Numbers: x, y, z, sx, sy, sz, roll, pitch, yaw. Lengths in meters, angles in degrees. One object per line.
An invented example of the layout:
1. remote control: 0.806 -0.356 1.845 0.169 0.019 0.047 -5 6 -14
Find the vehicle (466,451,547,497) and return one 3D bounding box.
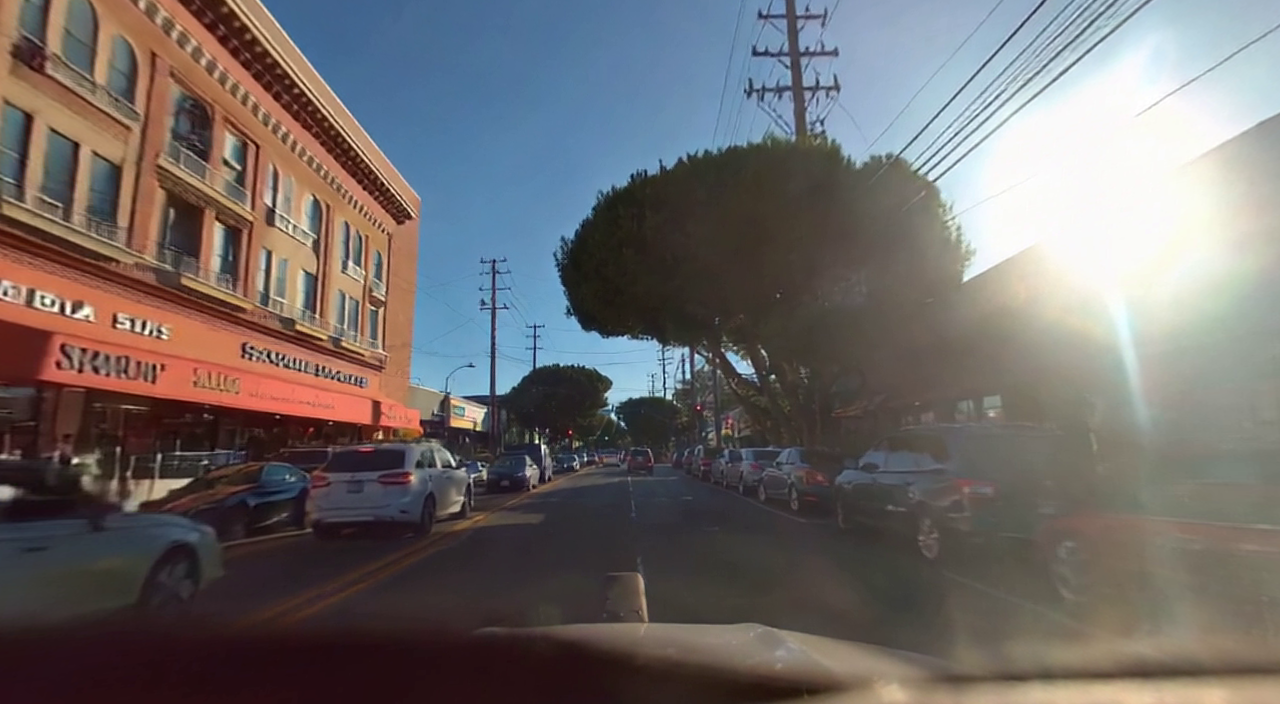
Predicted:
1. vehicle: -4.765 4.414 23.251 2.053 1.485 4.540 0 -9 -1

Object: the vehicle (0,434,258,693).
1. vehicle: -4.849 1.420 4.394 2.006 1.492 4.461 -2 -11 -6

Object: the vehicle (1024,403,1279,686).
1. vehicle: 4.829 1.229 4.214 1.882 1.704 4.055 0 -9 -1

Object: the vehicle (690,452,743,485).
1. vehicle: 3.776 5.814 31.918 1.921 1.440 4.382 -1 -8 -3

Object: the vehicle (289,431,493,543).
1. vehicle: -4.725 2.630 13.033 2.341 1.825 4.924 0 -9 -2

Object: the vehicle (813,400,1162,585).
1. vehicle: 4.512 1.931 9.519 2.243 1.992 5.087 0 -9 -1

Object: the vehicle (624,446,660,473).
1. vehicle: 0.110 7.847 46.348 2.440 1.882 4.611 0 -9 -2
